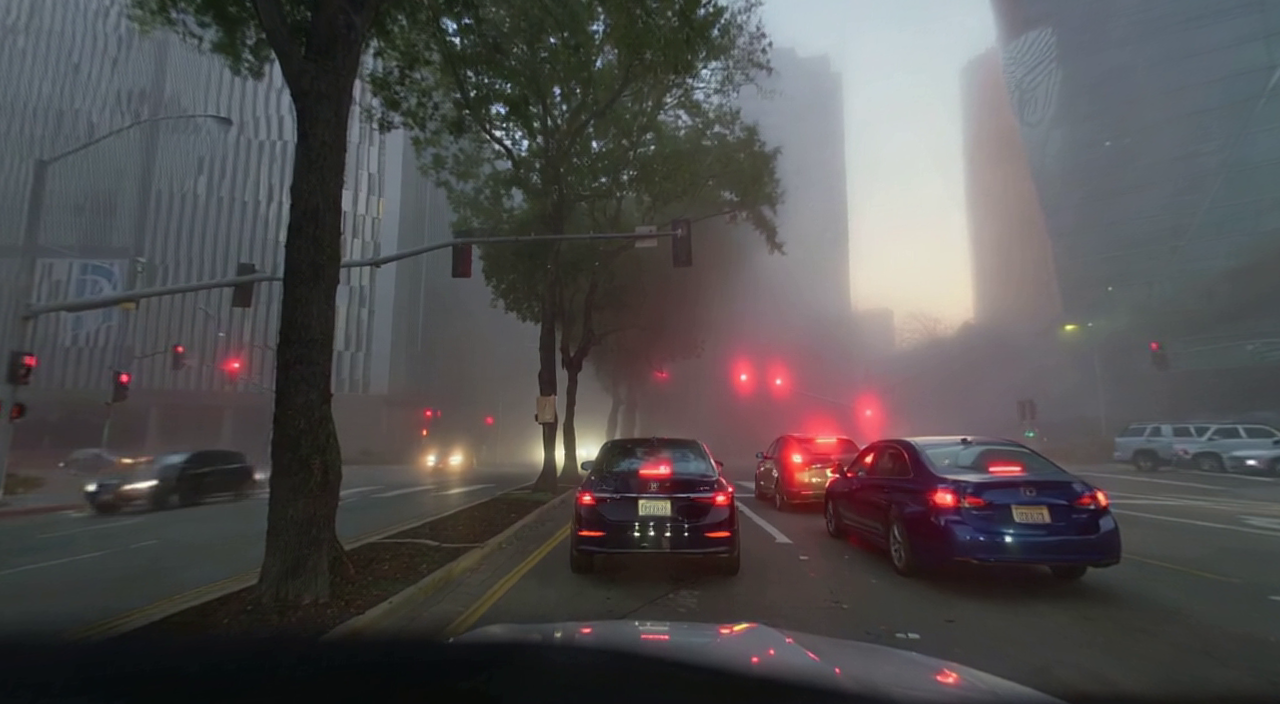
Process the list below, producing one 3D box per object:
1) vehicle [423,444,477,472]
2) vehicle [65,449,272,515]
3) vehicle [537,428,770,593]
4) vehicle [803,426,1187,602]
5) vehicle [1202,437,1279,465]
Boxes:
[{"bbox_3d":[-12.093,6.777,40.526,2.009,1.642,4.482,0,-9,0],"label":"vehicle"},{"bbox_3d":[-11.940,3.274,16.485,1.922,1.466,4.422,0,-9,1],"label":"vehicle"},{"bbox_3d":[0.090,1.734,7.745,2.087,1.468,4.014,0,-9,-1],"label":"vehicle"},{"bbox_3d":[3.644,1.737,7.747,2.018,1.491,4.544,0,-9,-1],"label":"vehicle"},{"bbox_3d":[35.208,5.641,36.137,4.190,1.535,1.998,0,-9,-1],"label":"vehicle"}]
